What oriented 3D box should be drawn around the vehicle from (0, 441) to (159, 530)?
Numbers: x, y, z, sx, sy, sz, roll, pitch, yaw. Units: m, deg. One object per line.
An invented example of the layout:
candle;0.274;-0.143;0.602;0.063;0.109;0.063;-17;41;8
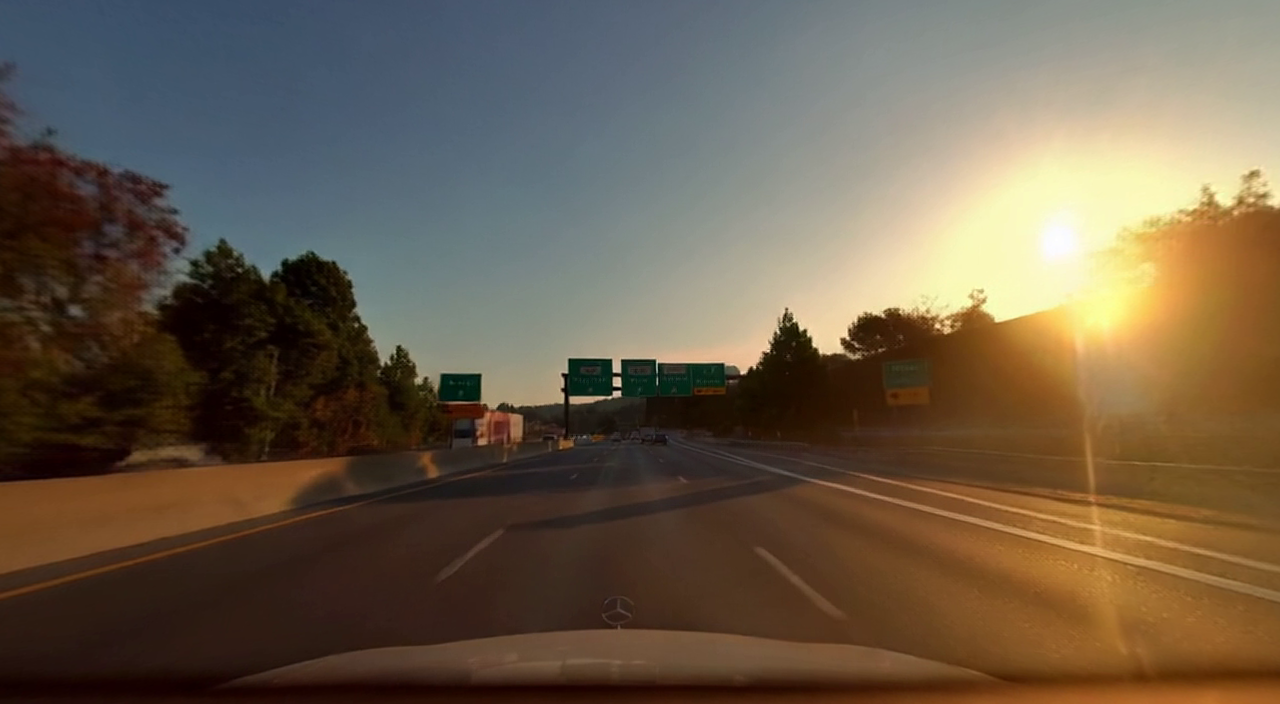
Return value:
vehicle;-11.954;2.515;12.299;1.884;1.503;4.042;0;-8;-1
